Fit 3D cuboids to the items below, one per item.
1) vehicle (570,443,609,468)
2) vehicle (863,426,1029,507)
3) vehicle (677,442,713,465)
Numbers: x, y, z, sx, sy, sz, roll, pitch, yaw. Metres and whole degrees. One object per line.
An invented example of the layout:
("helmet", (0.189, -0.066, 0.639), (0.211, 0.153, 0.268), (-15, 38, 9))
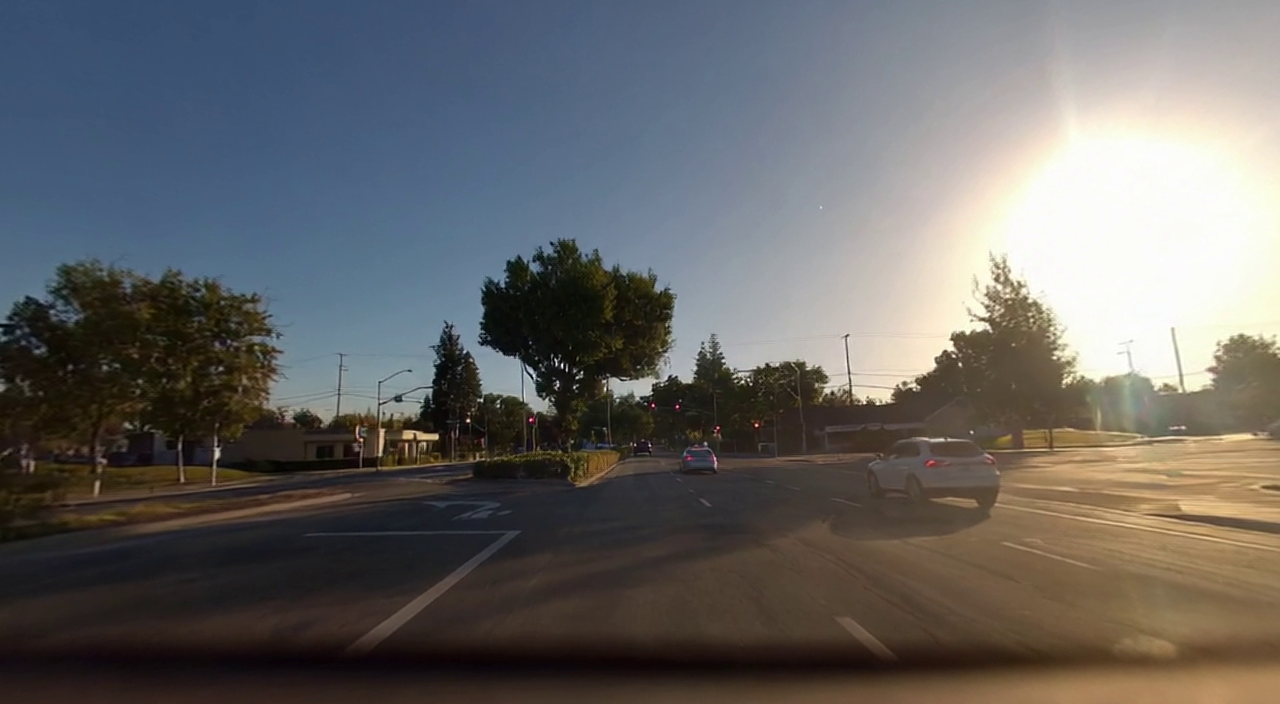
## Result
("vehicle", (-3.065, 6.386, 39.318), (2.049, 1.449, 4.213), (0, -8, 1))
("vehicle", (7.101, 2.687, 15.248), (1.950, 1.668, 4.053), (0, -8, 0))
("vehicle", (3.652, 6.858, 42.894), (2.029, 1.442, 4.054), (0, -8, -1))
